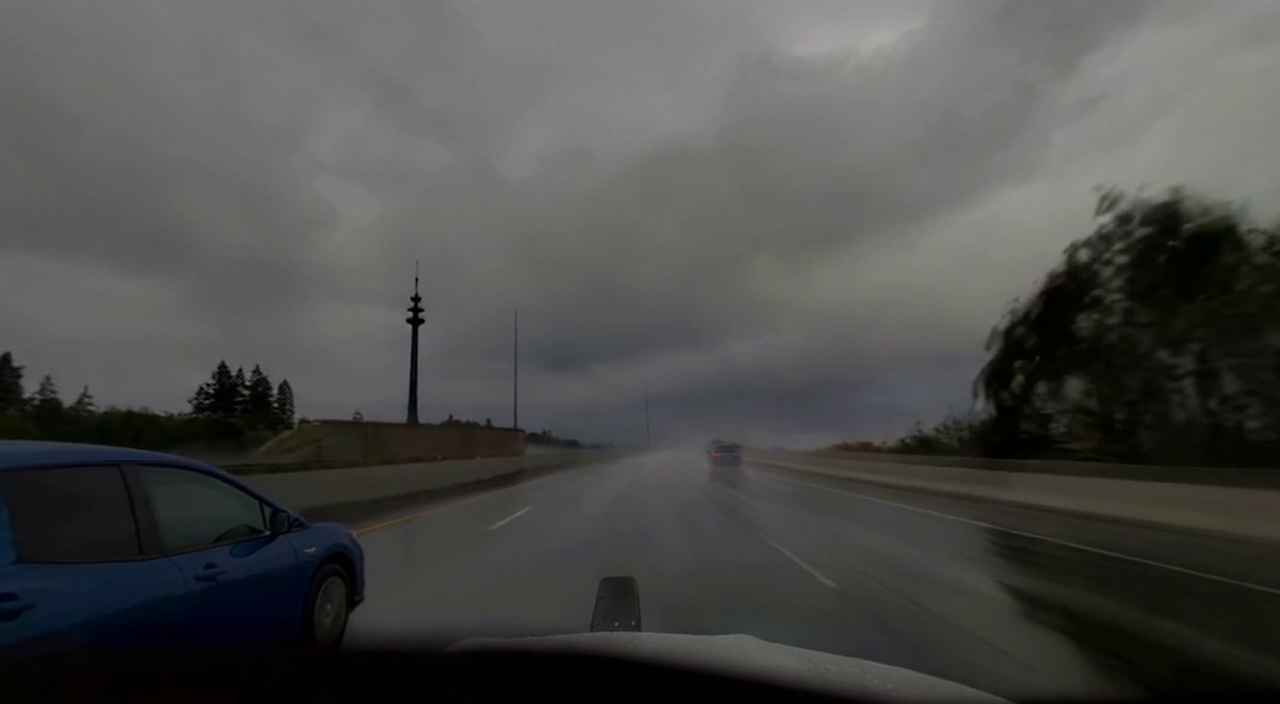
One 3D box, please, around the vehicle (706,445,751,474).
[{"bbox_3d":[5.007,6.132,36.177,2.030,1.526,4.165,0,-9,1],"label":"vehicle"}]
